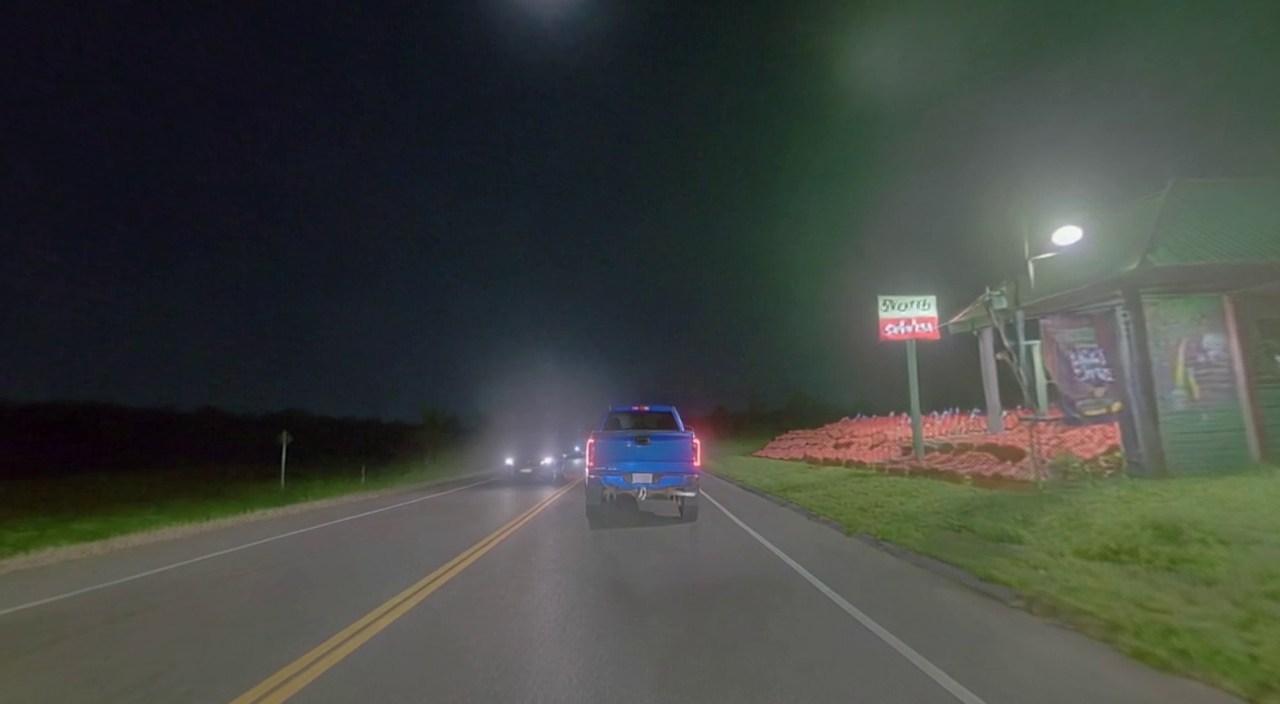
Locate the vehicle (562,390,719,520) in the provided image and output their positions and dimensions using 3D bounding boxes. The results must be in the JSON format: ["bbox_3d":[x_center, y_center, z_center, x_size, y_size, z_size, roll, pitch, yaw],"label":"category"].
[{"bbox_3d":[-0.064,2.206,13.883,2.693,2.223,5.885,0,-8,-2],"label":"vehicle"}]

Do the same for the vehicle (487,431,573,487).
[{"bbox_3d":[-3.932,3.923,23.452,2.341,1.726,4.579,-3,-8,0],"label":"vehicle"}]
